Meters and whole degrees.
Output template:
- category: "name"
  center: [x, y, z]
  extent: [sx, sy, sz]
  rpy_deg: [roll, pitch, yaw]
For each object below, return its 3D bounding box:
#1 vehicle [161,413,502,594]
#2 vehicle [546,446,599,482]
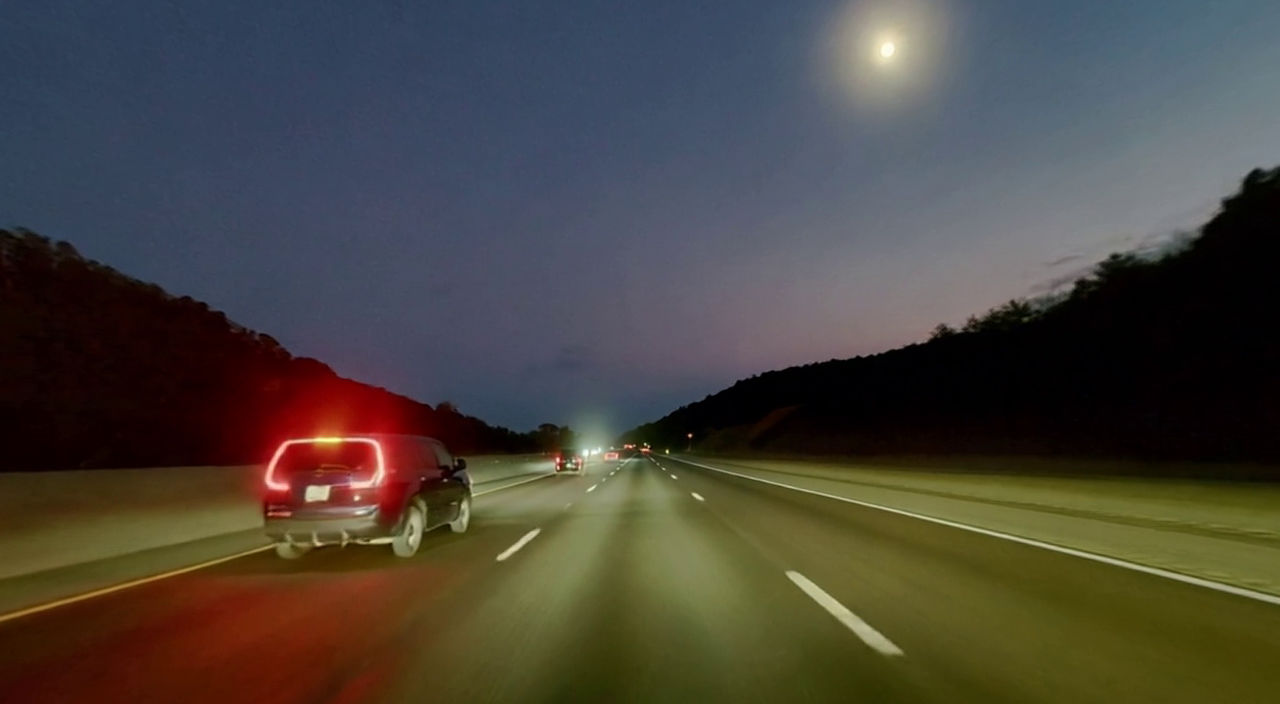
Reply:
- category: "vehicle"
  center: [-3.477, 1.819, 8.429]
  extent: [2.147, 1.708, 4.630]
  rpy_deg: [0, -9, 1]
- category: "vehicle"
  center: [-3.038, 5.125, 29.101]
  extent: [1.944, 1.548, 4.051]
  rpy_deg: [0, -9, 1]
